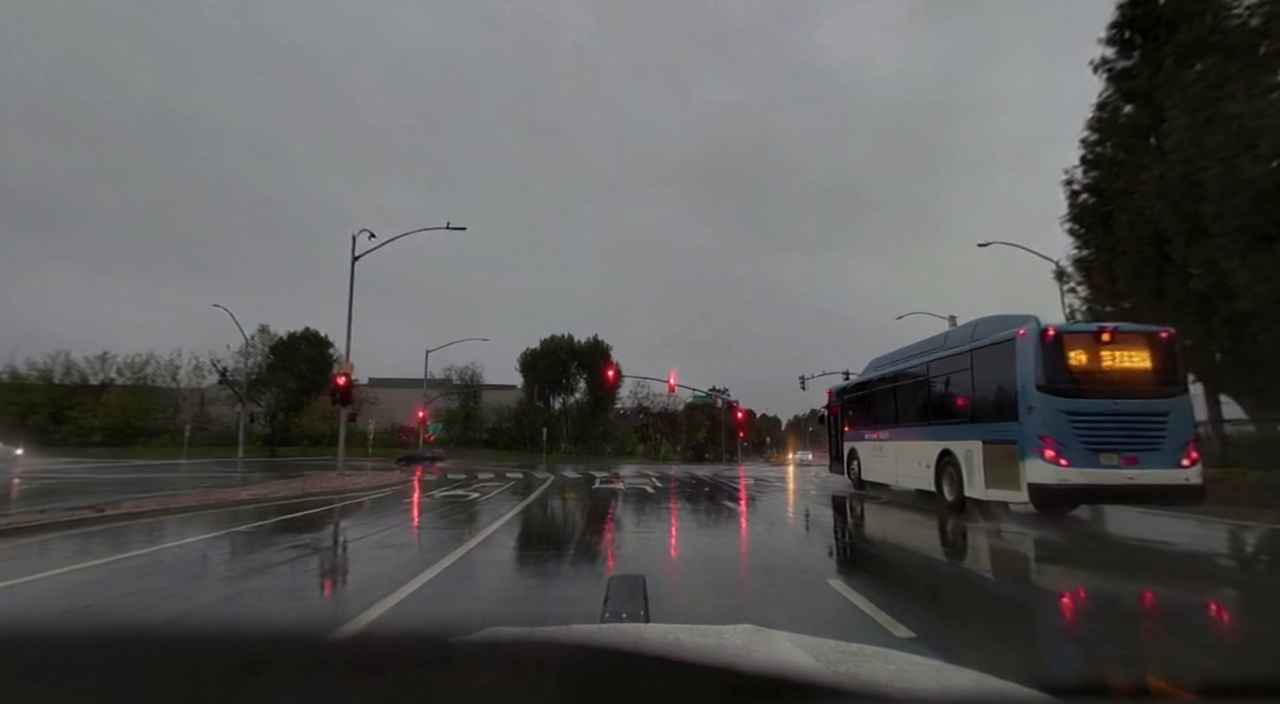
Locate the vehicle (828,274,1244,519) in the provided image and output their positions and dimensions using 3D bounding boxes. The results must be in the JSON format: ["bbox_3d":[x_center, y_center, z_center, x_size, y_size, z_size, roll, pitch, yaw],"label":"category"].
[{"bbox_3d":[8.361,1.677,16.971,2.916,4.009,13.397,0,-9,2],"label":"vehicle"}]
